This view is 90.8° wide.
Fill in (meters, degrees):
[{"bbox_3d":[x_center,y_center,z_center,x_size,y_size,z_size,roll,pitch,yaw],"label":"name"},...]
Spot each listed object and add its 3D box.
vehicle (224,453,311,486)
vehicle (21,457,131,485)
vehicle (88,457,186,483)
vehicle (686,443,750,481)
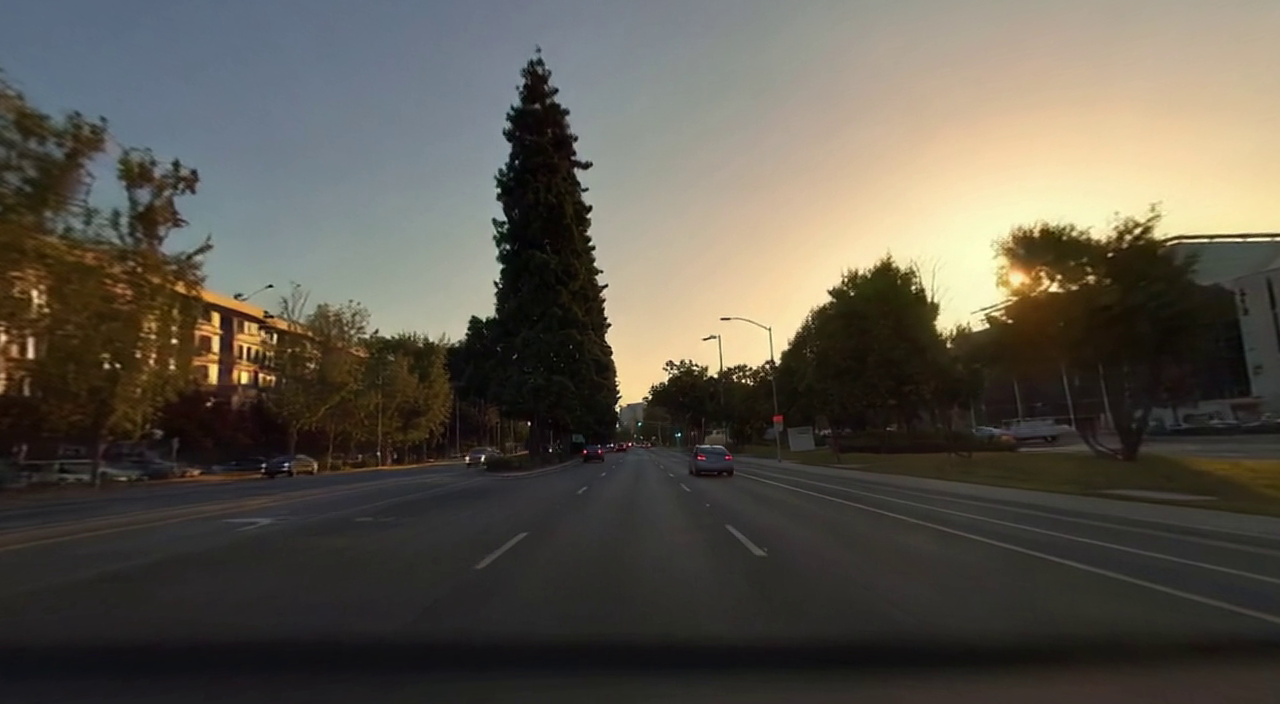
[{"bbox_3d":[-19.321,6.095,33.013,1.876,1.506,4.231,-1,-8,2],"label":"vehicle"},{"bbox_3d":[-31.969,6.758,35.901,4.363,1.472,1.892,0,-9,-2],"label":"vehicle"},{"bbox_3d":[-30.858,7.235,38.859,4.325,1.484,1.899,0,-9,-1],"label":"vehicle"},{"bbox_3d":[3.226,4.648,26.976,1.966,1.449,4.290,0,-8,-3],"label":"vehicle"}]
